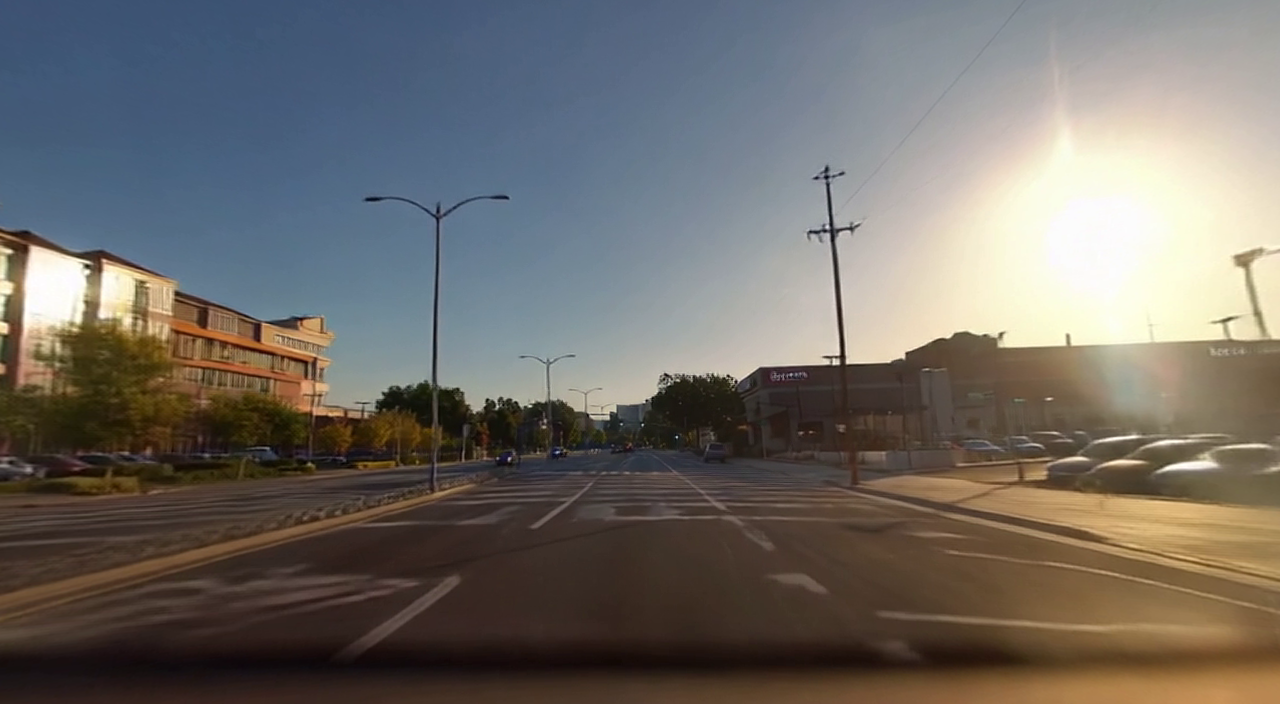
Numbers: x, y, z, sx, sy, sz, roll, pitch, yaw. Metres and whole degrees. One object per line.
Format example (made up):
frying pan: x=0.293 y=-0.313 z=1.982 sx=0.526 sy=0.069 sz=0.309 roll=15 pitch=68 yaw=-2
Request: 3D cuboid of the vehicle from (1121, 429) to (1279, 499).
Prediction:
vehicle: x=16.535 y=3.169 z=18.106 sx=4.543 sy=1.768 sz=2.234 roll=4 pitch=-9 yaw=-26

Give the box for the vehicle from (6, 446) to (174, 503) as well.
vehicle: x=-19.939 y=4.415 z=23.115 sx=2.043 sy=1.827 sz=4.547 roll=-1 pitch=-9 yaw=0

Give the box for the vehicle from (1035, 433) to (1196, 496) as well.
vehicle: x=15.975 y=3.703 z=21.101 sx=4.804 sy=1.890 sz=2.247 roll=4 pitch=-10 yaw=-26

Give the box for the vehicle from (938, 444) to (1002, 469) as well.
vehicle: x=23.041 y=7.280 z=44.034 sx=2.025 sy=1.586 sz=4.486 roll=0 pitch=-8 yaw=1

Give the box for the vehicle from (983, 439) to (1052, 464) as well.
vehicle: x=25.951 y=6.827 z=43.356 sx=1.908 sy=1.617 sz=4.452 roll=0 pitch=-9 yaw=-2
